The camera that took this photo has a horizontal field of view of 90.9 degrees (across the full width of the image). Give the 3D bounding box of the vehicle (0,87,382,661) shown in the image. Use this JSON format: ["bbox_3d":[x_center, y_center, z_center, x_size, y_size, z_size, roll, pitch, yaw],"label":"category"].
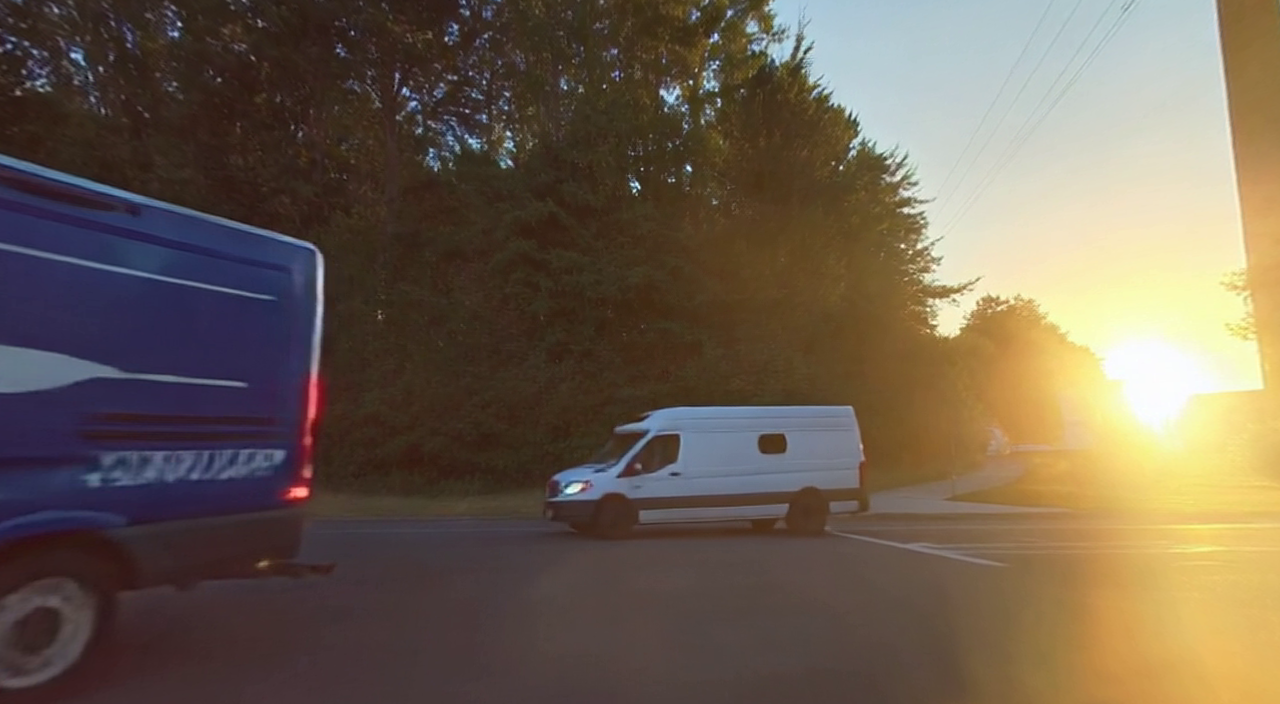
[{"bbox_3d":[-6.402,-0.061,2.847,2.740,3.622,9.765,-6,-10,32],"label":"vehicle"}]

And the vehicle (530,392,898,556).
[{"bbox_3d":[1.114,2.047,11.070,5.923,2.424,2.247,1,-9,-11],"label":"vehicle"}]
